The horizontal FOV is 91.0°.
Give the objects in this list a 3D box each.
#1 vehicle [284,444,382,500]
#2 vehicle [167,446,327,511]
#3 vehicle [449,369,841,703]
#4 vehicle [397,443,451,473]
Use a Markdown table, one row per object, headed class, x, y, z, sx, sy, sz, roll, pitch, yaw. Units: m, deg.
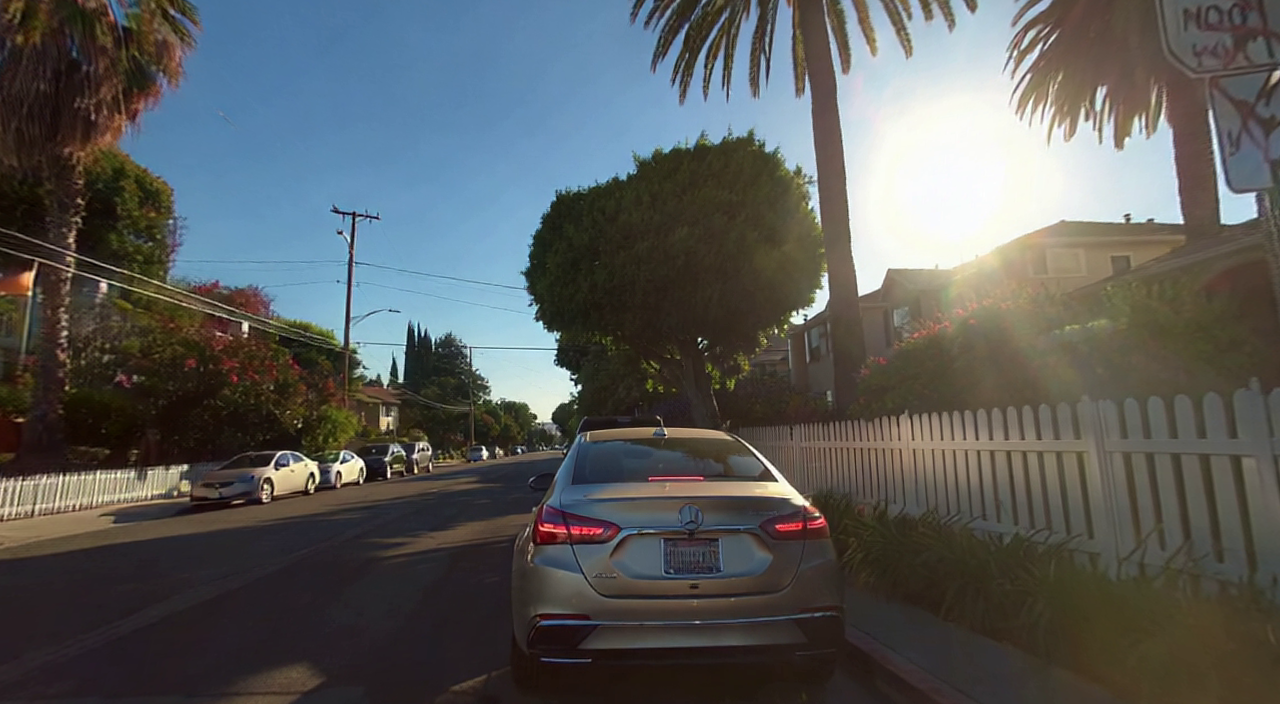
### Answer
| class | x | y | z | sx | sy | sz | roll | pitch | yaw |
| --- | --- | --- | --- | --- | --- | --- | --- | --- | --- |
| vehicle | -12.148 | 4.710 | 25.285 | 2.048 | 1.485 | 4.757 | -4 | -4 | -8 |
| vehicle | -11.401 | 3.650 | 18.805 | 2.017 | 1.627 | 5.039 | 1 | -8 | -7 |
| vehicle | -0.136 | 1.214 | 5.003 | 1.894 | 1.695 | 3.795 | 1 | -8 | -6 |
| vehicle | -13.157 | 6.464 | 38.692 | 2.060 | 1.689 | 4.999 | 1 | -8 | -7 |
